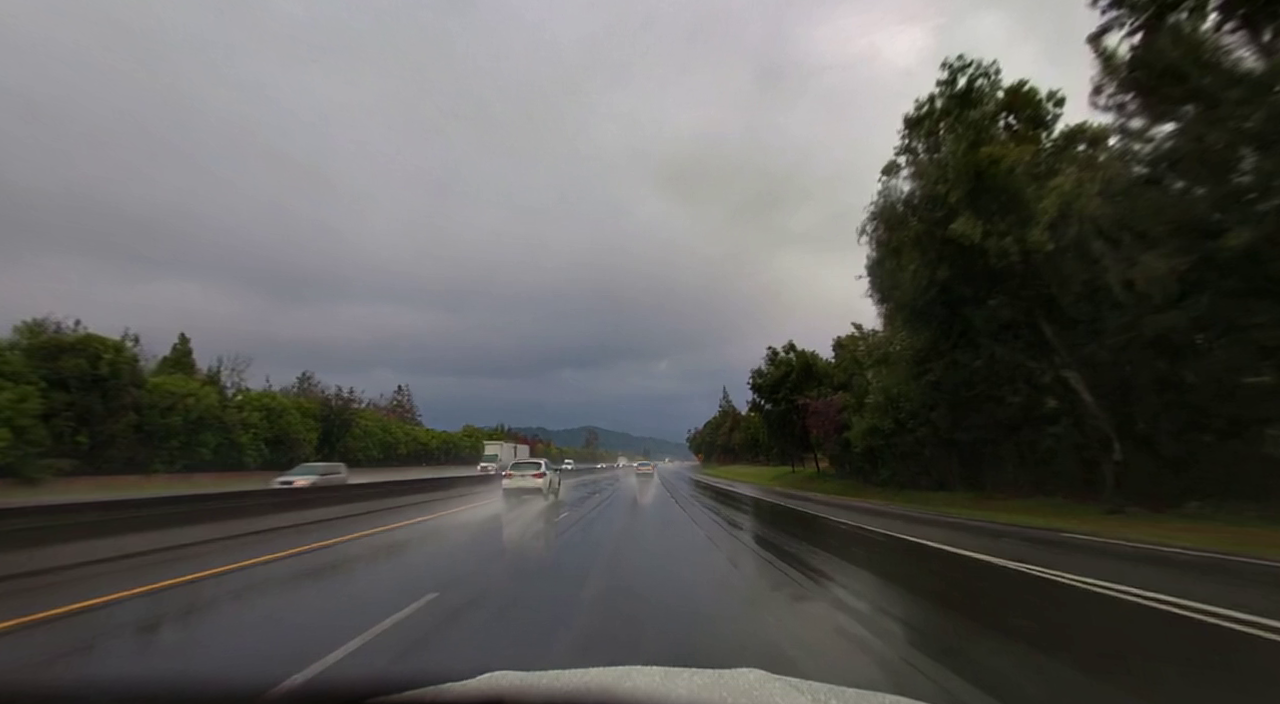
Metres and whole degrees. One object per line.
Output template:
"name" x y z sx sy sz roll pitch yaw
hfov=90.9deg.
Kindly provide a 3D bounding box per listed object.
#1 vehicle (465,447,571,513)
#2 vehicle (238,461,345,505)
"vehicle" -3.687 4.038 20.114 2.233 1.791 4.981 1 -10 1
"vehicle" -13.105 4.942 23.983 1.835 1.464 3.801 1 -11 1
